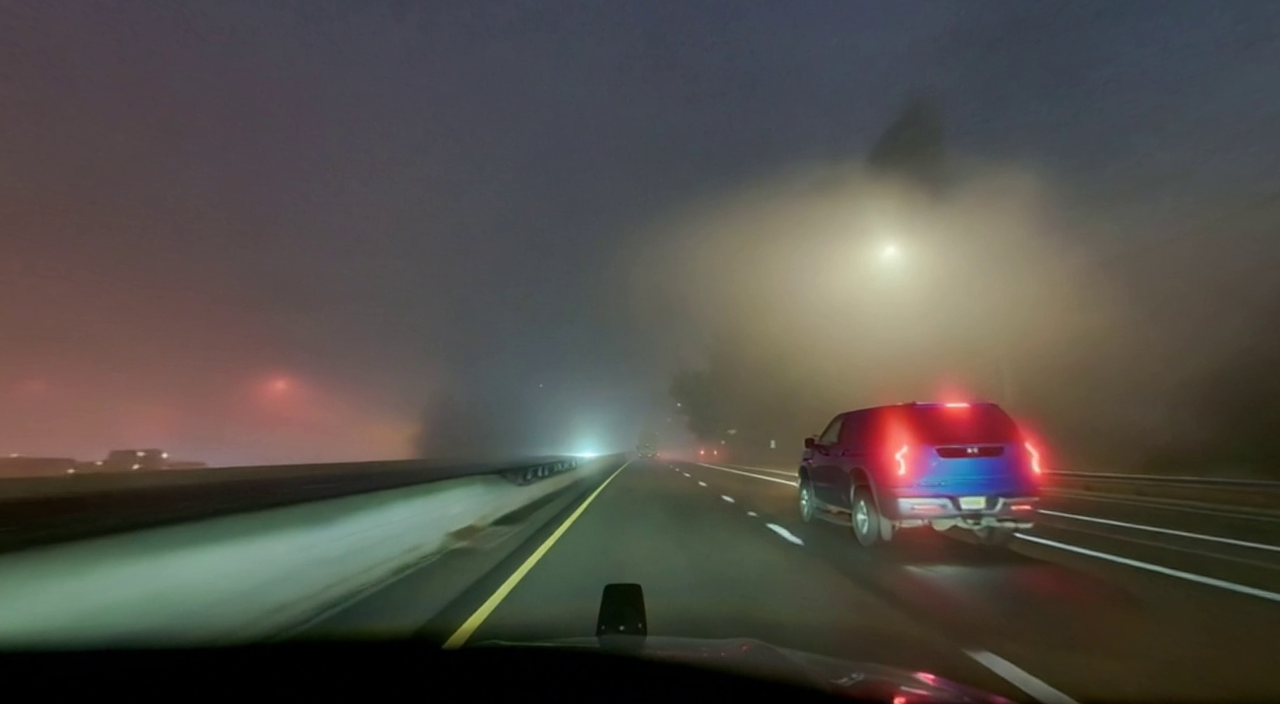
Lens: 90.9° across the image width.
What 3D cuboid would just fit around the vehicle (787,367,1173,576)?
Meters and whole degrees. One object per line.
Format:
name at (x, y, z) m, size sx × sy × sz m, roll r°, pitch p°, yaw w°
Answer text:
vehicle at (4.184, 1.653, 9.439) m, size 2.594 × 2.155 × 5.670 m, roll 0°, pitch -9°, yaw 0°

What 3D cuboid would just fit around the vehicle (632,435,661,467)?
vehicle at (0.458, 7.433, 47.478) m, size 2.099 × 2.260 × 4.899 m, roll 0°, pitch -9°, yaw 0°
